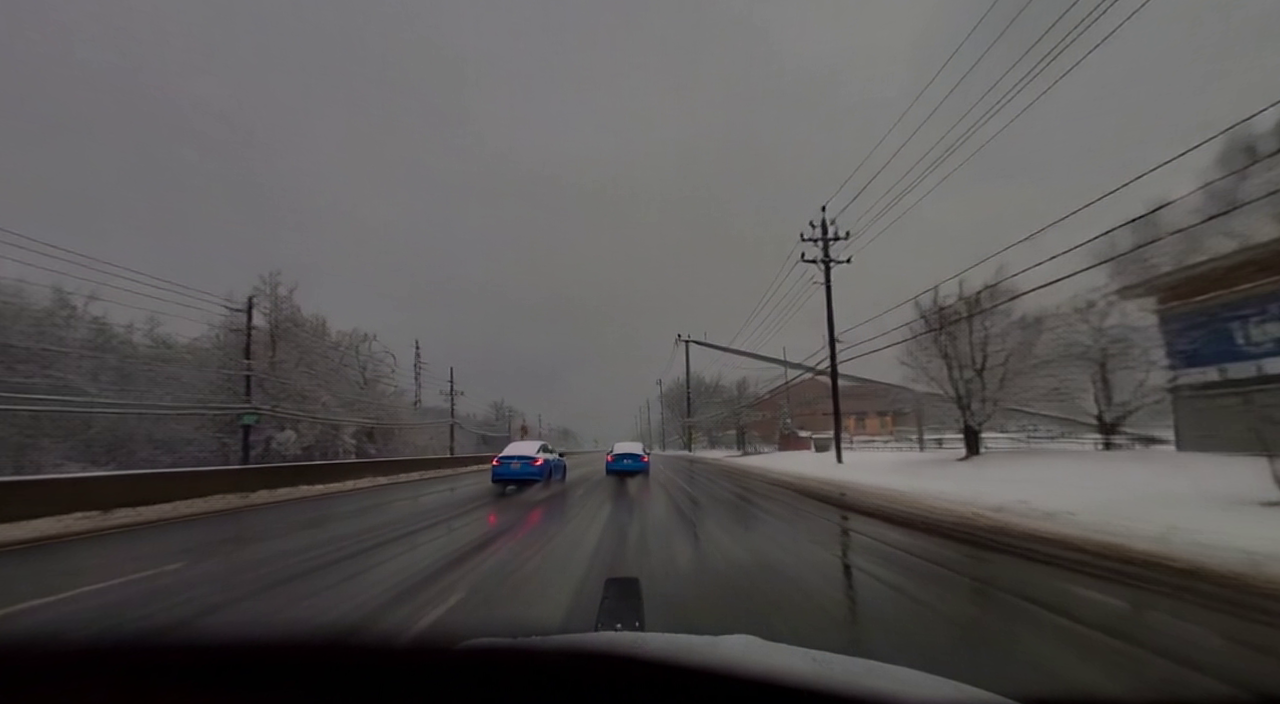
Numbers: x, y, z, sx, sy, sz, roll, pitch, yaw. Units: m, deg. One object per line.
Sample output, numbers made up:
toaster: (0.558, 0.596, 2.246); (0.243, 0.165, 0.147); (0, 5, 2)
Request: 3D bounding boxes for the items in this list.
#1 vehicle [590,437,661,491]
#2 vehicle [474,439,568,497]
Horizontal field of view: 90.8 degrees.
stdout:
vehicle: (-0.450, 3.776, 21.584); (2.189, 1.652, 4.135); (0, -9, 0)
vehicle: (-3.579, 3.594, 20.014); (1.985, 1.607, 4.892); (0, -9, 1)
